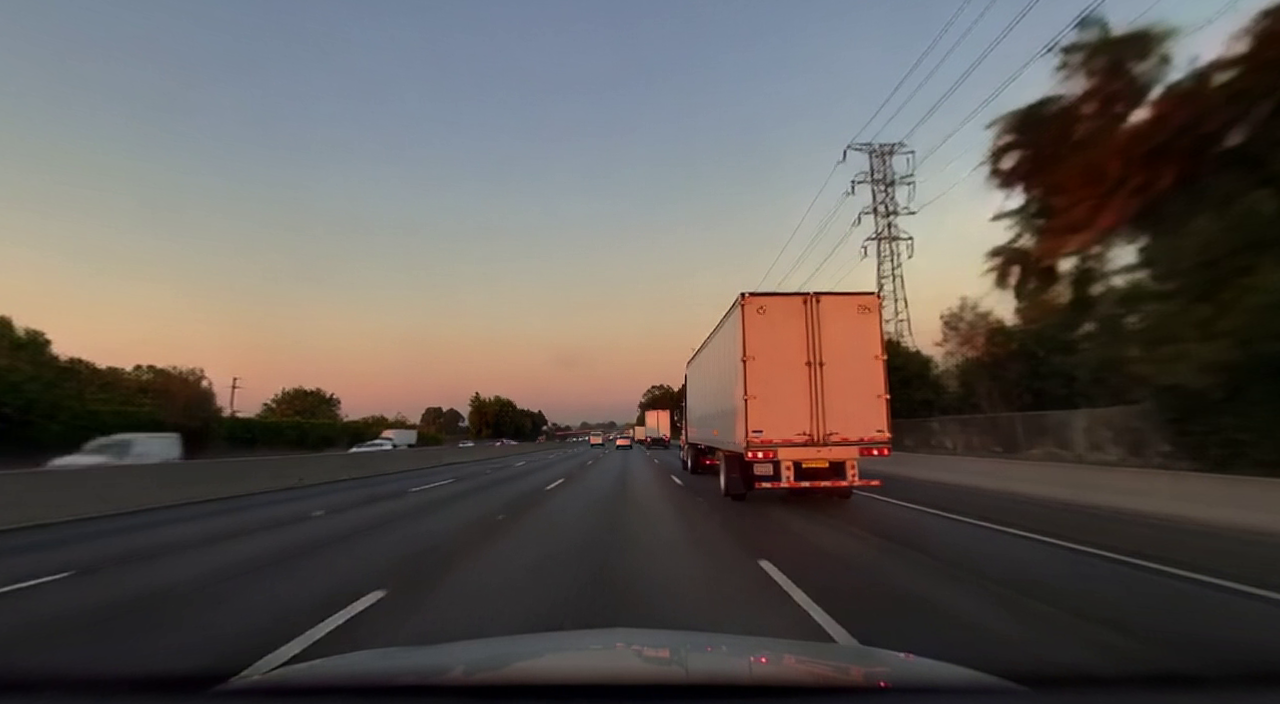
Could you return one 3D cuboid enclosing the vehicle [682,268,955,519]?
[{"bbox_3d":[3.326,1.572,17.287,2.905,4.080,14.157,0,-8,-2],"label":"vehicle"}]
